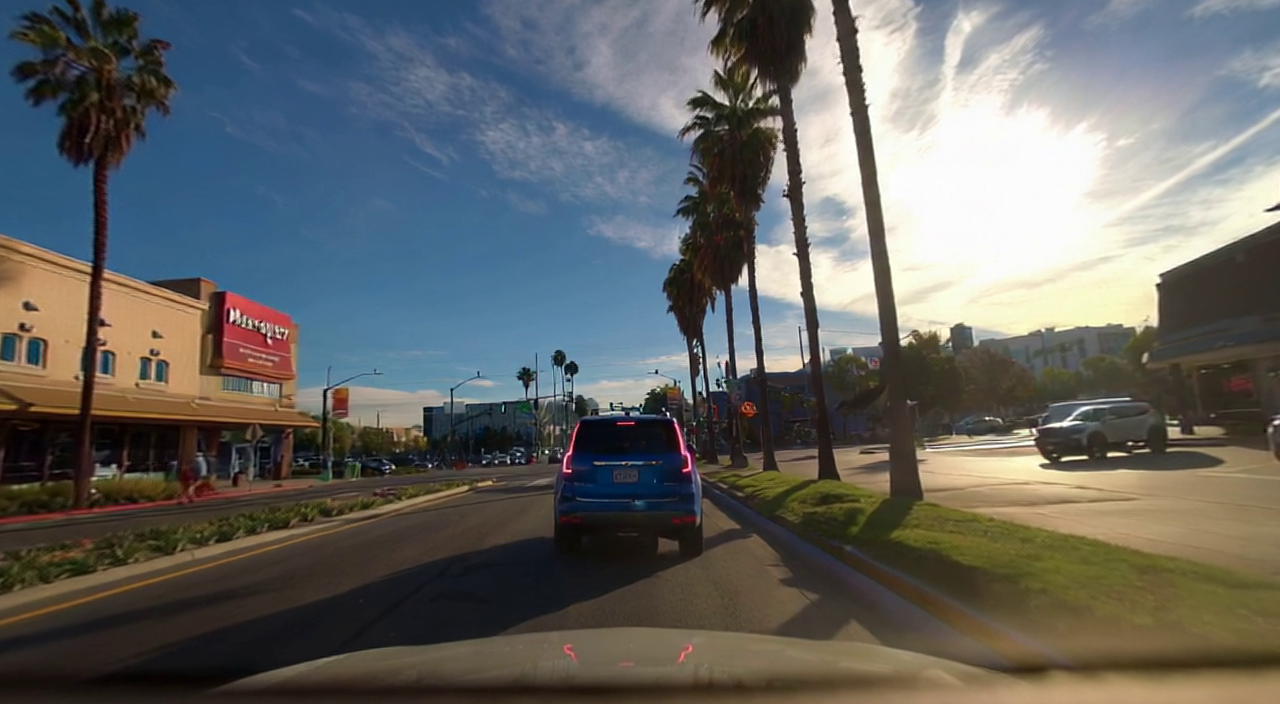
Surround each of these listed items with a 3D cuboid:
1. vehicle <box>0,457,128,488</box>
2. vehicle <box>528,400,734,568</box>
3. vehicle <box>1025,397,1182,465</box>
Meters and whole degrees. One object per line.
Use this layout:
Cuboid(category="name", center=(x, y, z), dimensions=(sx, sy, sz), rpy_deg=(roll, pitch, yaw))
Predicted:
Cuboid(category="vehicle", center=(-28.373, 5.812, 30.578), dimensions=(5.154, 1.343, 1.943), rpy_deg=(4, -10, -25))
Cuboid(category="vehicle", center=(-0.140, 1.732, 8.910), dimensions=(2.234, 1.818, 3.869), rpy_deg=(0, -9, -1))
Cuboid(category="vehicle", center=(16.085, 2.800, 21.827), dimensions=(6.060, 2.047, 2.490), rpy_deg=(6, -11, -36))
